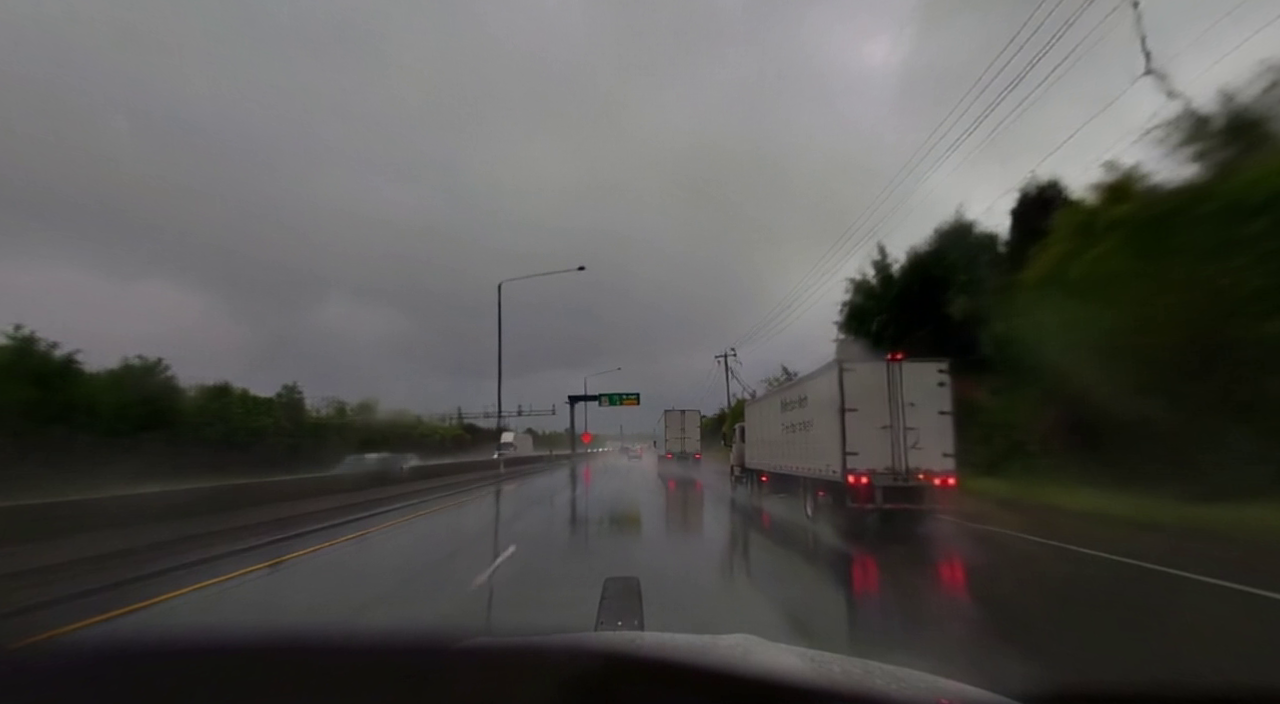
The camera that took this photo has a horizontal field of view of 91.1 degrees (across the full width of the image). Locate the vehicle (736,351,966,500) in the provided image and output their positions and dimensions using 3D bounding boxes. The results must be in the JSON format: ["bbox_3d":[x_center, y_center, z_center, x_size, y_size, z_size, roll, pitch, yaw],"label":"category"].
[{"bbox_3d":[7.195,3.337,26.294,3.400,4.134,17.388,0,-9,-1],"label":"vehicle"}]

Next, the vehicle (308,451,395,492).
[{"bbox_3d":[-11.828,4.884,26.041,1.804,1.500,3.794,0,-9,-1],"label":"vehicle"}]

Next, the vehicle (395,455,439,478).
[{"bbox_3d":[-15.562,7.995,44.073,1.740,1.476,3.811,0,-9,0],"label":"vehicle"}]
